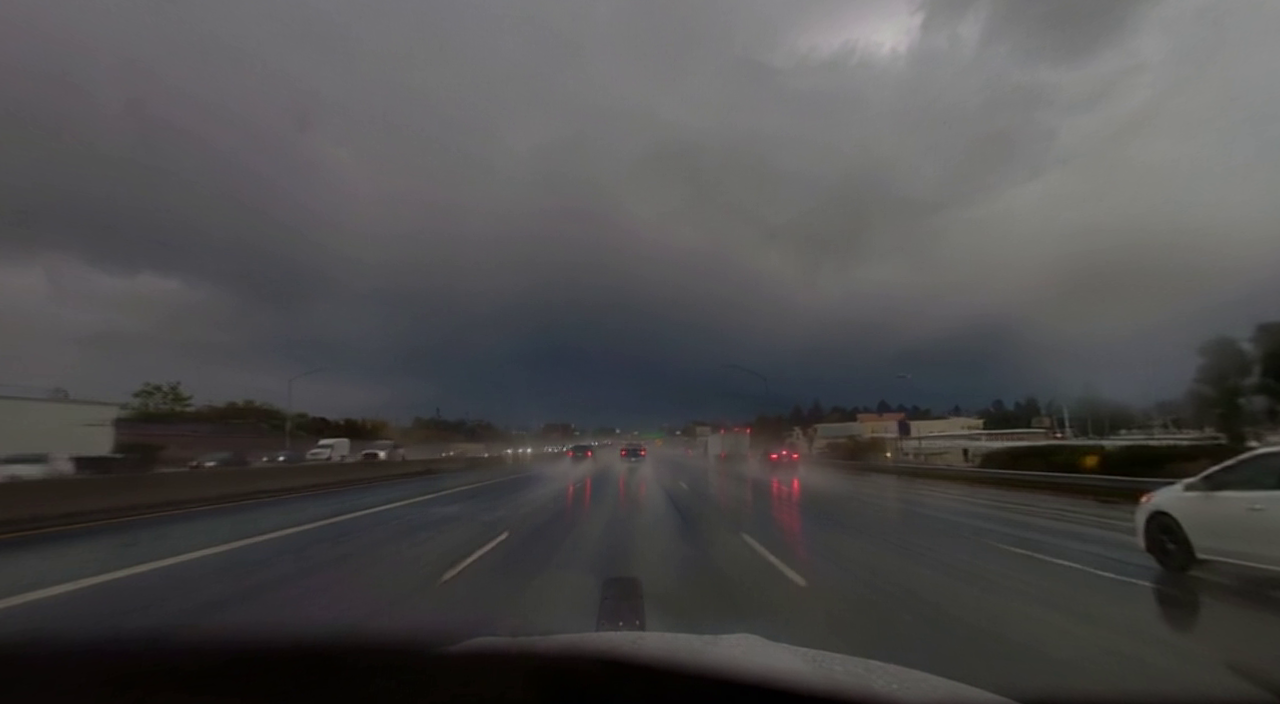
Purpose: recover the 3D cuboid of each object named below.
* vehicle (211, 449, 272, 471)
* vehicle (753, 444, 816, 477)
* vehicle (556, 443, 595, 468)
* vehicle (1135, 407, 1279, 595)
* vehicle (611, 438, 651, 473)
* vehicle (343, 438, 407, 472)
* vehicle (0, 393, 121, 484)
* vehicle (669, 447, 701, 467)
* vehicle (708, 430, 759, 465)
[{"bbox_3d":[-29.201,7.926,46.410,1.774,1.505,4.029,0,-9,0],"label":"vehicle"},{"bbox_3d":[6.795,5.120,30.104,1.879,1.428,4.402,0,-9,-1],"label":"vehicle"},{"bbox_3d":[-4.359,7.121,43.553,2.126,1.631,4.643,0,-8,1],"label":"vehicle"},{"bbox_3d":[6.706,1.249,5.124,1.944,1.666,4.184,0,-9,0],"label":"vehicle"},{"bbox_3d":[-0.442,5.554,34.072,2.002,1.759,4.658,0,-8,0],"label":"vehicle"},{"bbox_3d":[-14.093,5.465,33.786,1.715,1.682,3.811,0,-9,1],"label":"vehicle"},{"bbox_3d":[-29.318,3.494,25.574,2.848,3.915,16.523,0,-9,0],"label":"vehicle"},{"bbox_3d":[3.086,7.262,43.894,1.816,1.353,3.809,0,-8,-1],"label":"vehicle"},{"bbox_3d":[6.957,7.240,47.936,2.790,2.473,6.815,0,-8,0],"label":"vehicle"}]
